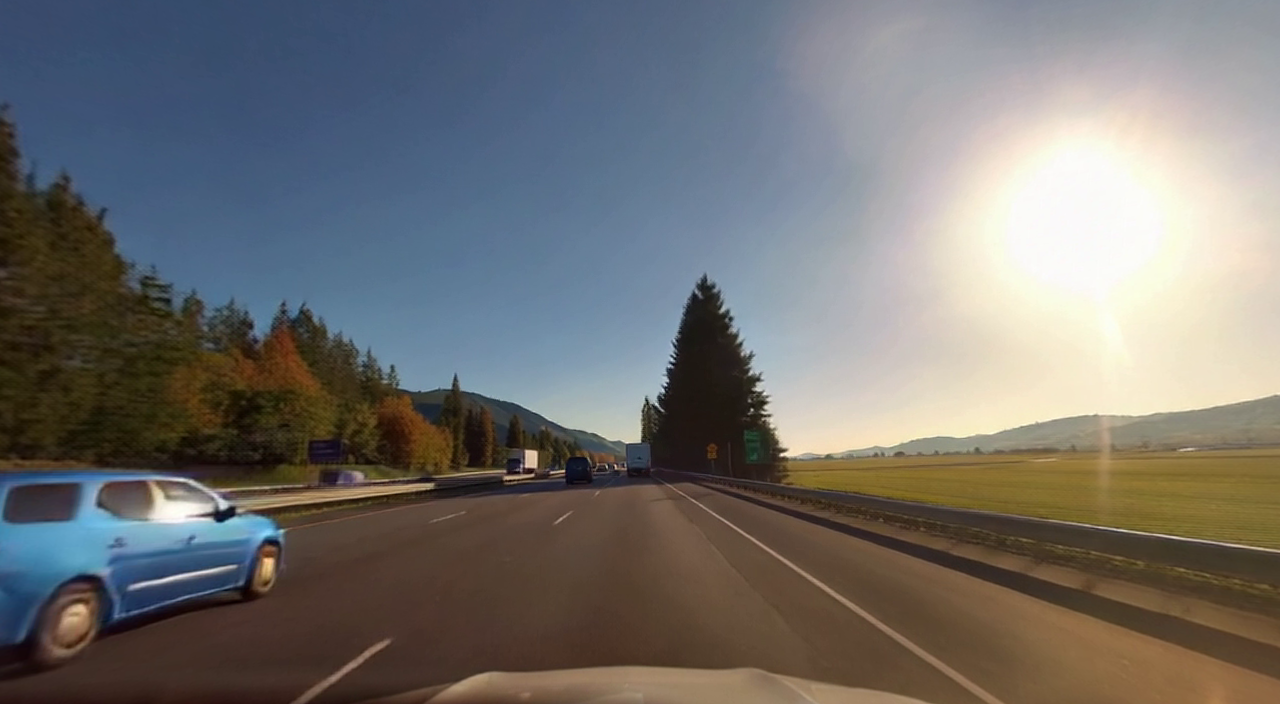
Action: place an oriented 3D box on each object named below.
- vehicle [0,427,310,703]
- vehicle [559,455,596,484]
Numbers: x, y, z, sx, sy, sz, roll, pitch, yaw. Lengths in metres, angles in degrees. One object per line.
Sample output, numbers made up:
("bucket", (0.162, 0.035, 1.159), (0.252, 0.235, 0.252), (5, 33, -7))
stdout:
("vehicle", (-4.349, 1.237, 3.888), (2.090, 1.462, 4.603), (0, -10, 0))
("vehicle", (-4.437, 8.528, 45.668), (2.208, 1.973, 4.716), (1, -10, 0))
